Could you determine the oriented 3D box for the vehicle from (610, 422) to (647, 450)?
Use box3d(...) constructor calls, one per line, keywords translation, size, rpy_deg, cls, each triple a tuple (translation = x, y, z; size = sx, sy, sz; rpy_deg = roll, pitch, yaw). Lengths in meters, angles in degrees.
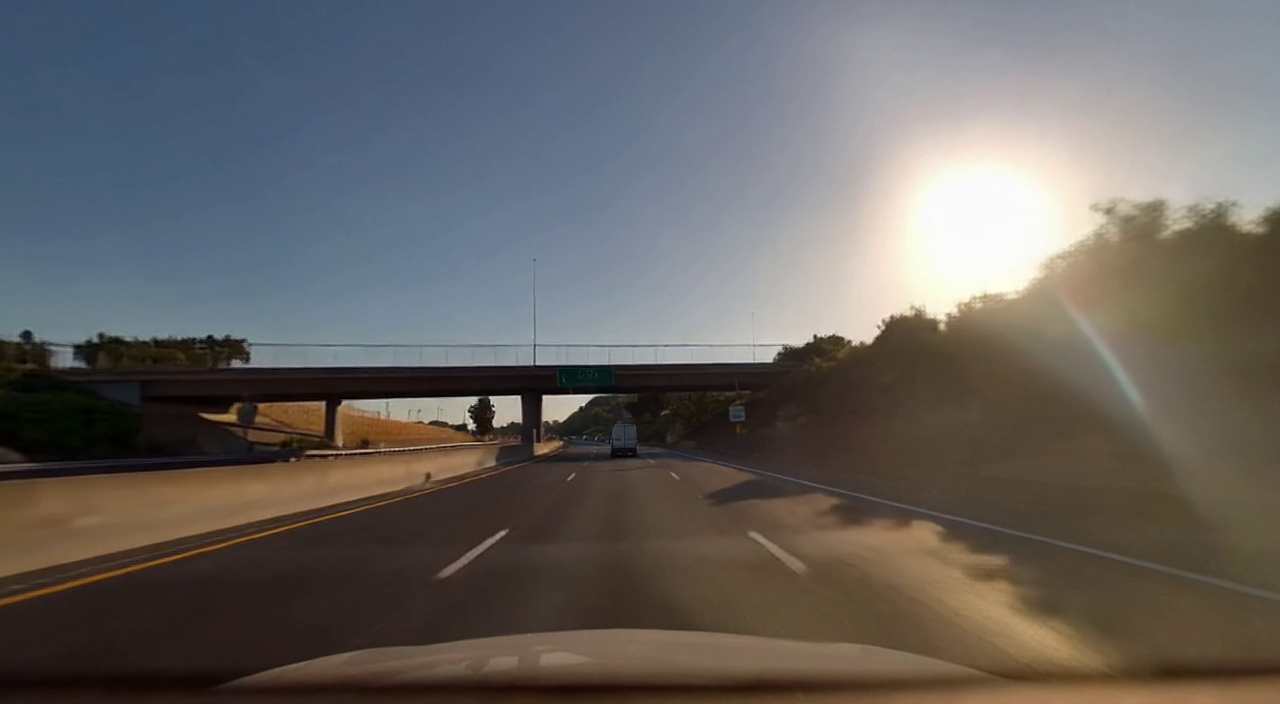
box3d(translation=(-0.773, 5.269, 39.520), size=(2.157, 1.647, 4.524), rpy_deg=(0, -8, -3), cls="vehicle")
